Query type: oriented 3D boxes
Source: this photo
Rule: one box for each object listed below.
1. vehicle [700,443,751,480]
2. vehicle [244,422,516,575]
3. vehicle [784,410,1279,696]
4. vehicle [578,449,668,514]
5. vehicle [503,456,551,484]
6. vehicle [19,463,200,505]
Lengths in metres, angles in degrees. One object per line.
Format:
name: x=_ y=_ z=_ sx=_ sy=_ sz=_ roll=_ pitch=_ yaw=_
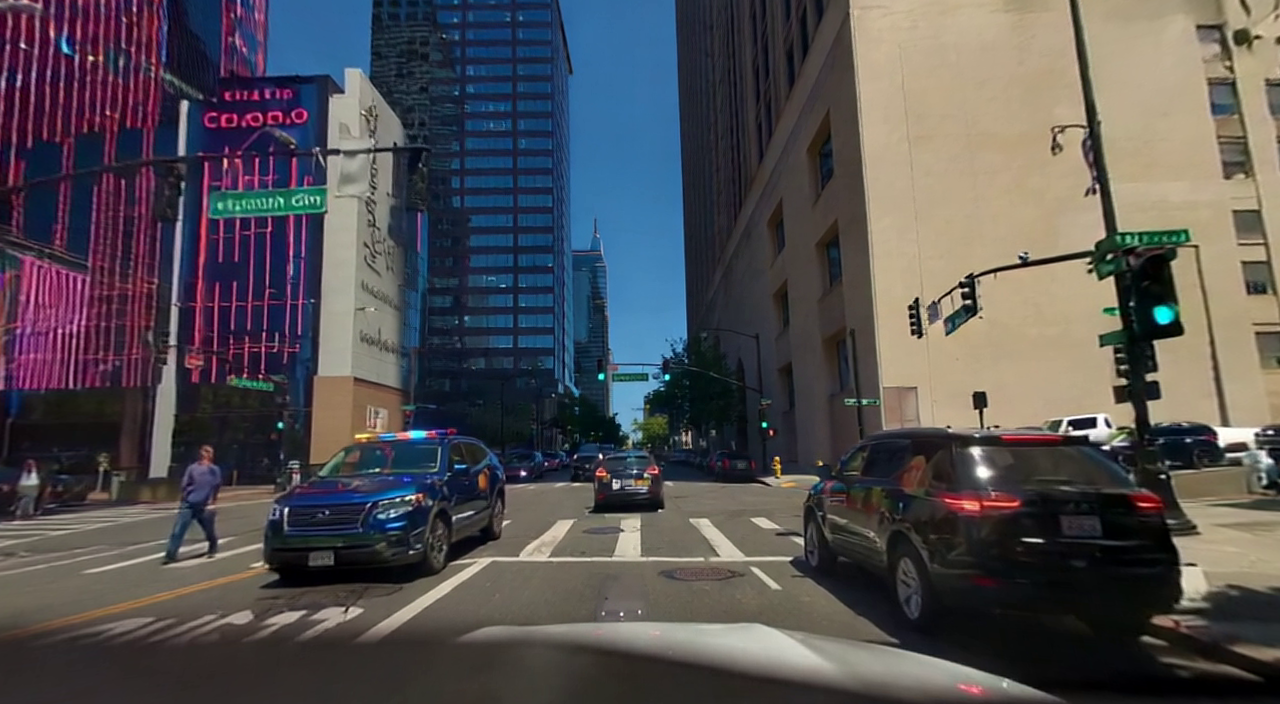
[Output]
vehicle: x=5.670 y=7.351 z=42.689 sx=2.420 sy=2.300 sz=5.313 roll=0 pitch=-8 yaw=-2
vehicle: x=-3.678 y=2.171 z=10.376 sx=2.190 sy=1.840 sz=5.272 roll=0 pitch=-8 yaw=0
vehicle: x=3.042 y=1.581 z=6.322 sx=2.072 sy=1.735 sz=4.759 roll=0 pitch=-8 yaw=0
vehicle: x=-0.390 y=3.335 z=16.829 sx=2.092 sy=1.454 sz=4.132 roll=0 pitch=-8 yaw=0
vehicle: x=-6.669 y=7.015 z=37.875 sx=2.052 sy=1.471 sz=4.225 roll=0 pitch=-8 yaw=1
vehicle: x=-20.331 y=5.072 z=24.393 sx=5.153 sy=1.449 sz=1.966 roll=0 pitch=-8 yaw=0
